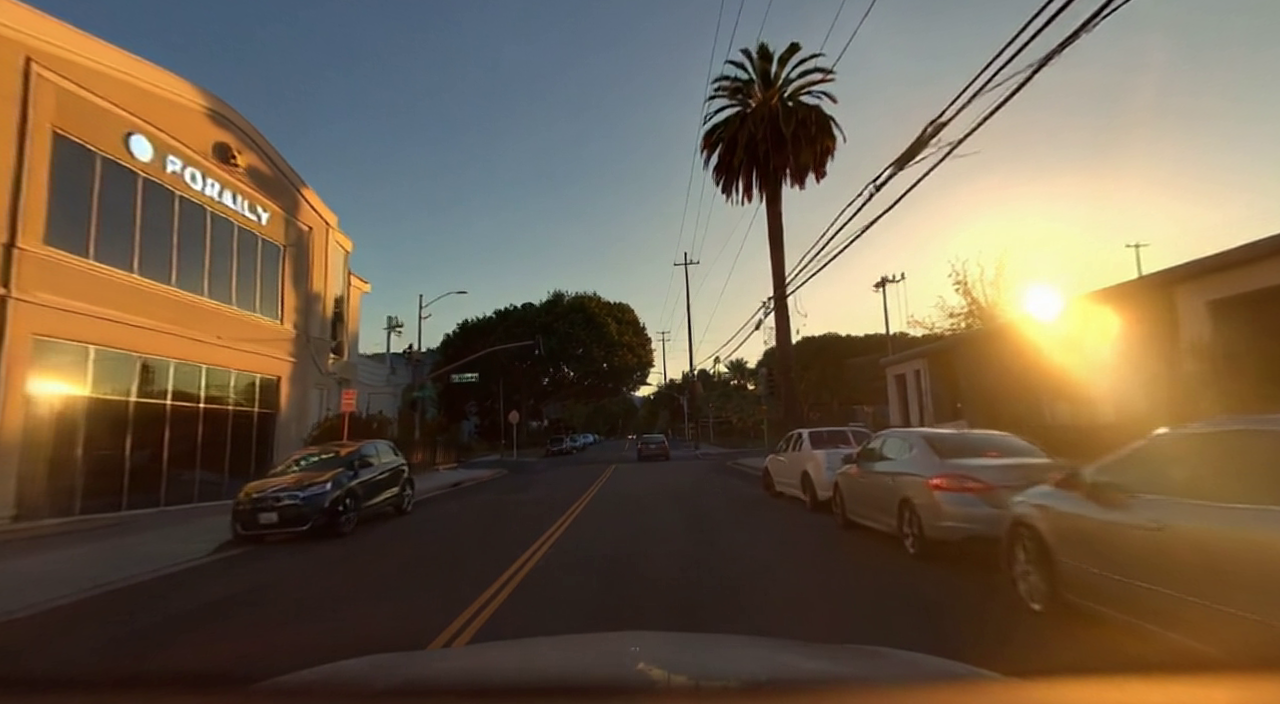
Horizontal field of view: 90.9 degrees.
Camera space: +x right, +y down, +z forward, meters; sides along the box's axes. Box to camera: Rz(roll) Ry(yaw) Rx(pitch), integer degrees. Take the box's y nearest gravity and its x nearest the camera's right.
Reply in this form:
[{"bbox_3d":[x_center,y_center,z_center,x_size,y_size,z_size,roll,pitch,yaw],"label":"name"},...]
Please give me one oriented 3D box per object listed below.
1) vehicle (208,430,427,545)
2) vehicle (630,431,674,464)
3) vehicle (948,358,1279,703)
[{"bbox_3d":[-6.191,2.612,12.982,2.126,1.864,4.831,0,-8,-3],"label":"vehicle"},{"bbox_3d":[0.542,4.884,32.296,2.125,1.524,4.404,0,-8,-1],"label":"vehicle"},{"bbox_3d":[3.578,0.900,3.011,1.948,1.607,4.873,-1,-8,3],"label":"vehicle"}]
